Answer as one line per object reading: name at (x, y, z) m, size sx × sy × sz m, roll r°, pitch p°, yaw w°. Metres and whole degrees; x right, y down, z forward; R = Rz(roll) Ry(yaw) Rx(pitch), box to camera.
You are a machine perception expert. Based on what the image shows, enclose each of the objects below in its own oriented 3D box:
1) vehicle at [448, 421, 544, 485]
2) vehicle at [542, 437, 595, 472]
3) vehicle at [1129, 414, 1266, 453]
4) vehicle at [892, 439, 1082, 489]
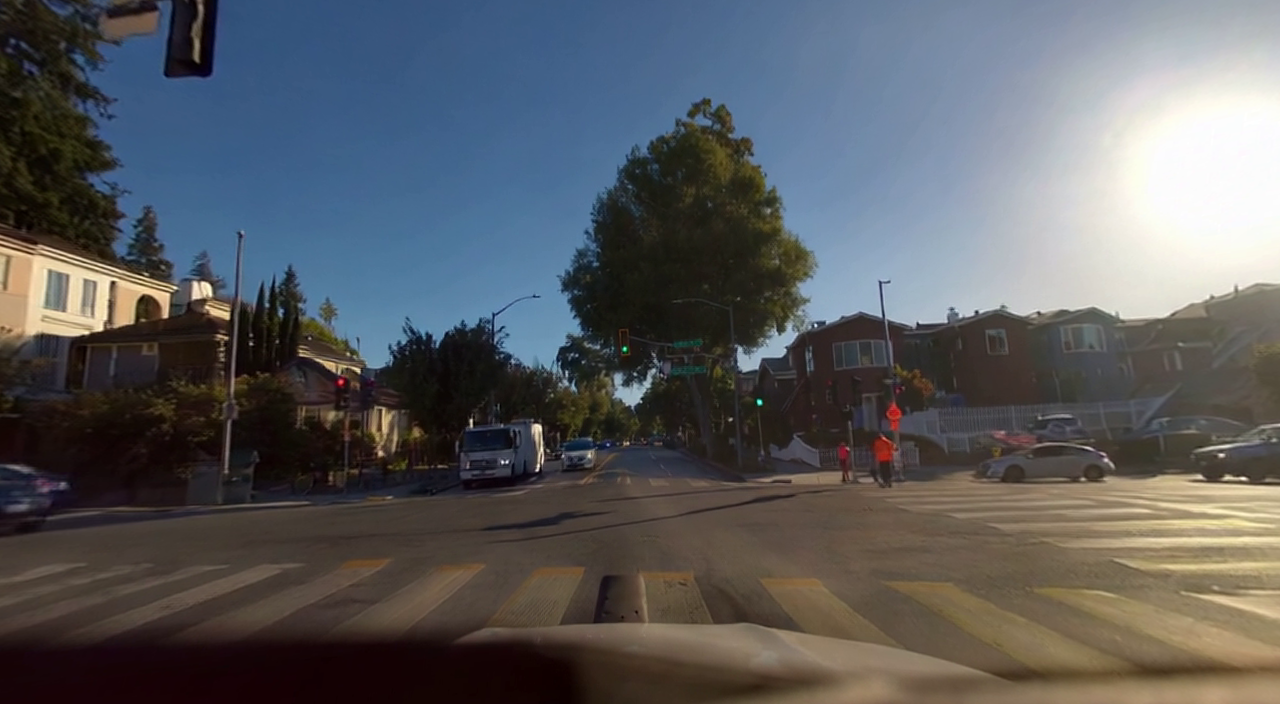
vehicle at (-6.468, 4.689, 29.609) m, size 2.896 × 2.560 × 7.322 m, roll 0°, pitch -8°, yaw -1°
vehicle at (-3.665, 5.369, 33.328) m, size 2.302 × 1.708 × 4.764 m, roll 0°, pitch -8°, yaw 0°
vehicle at (33.295, 4.924, 37.887) m, size 5.969 × 2.225 × 2.458 m, roll 0°, pitch -9°, yaw -4°
vehicle at (11.235, 3.642, 20.830) m, size 5.158 × 1.470 × 2.012 m, roll -5°, pitch -10°, yaw 27°
